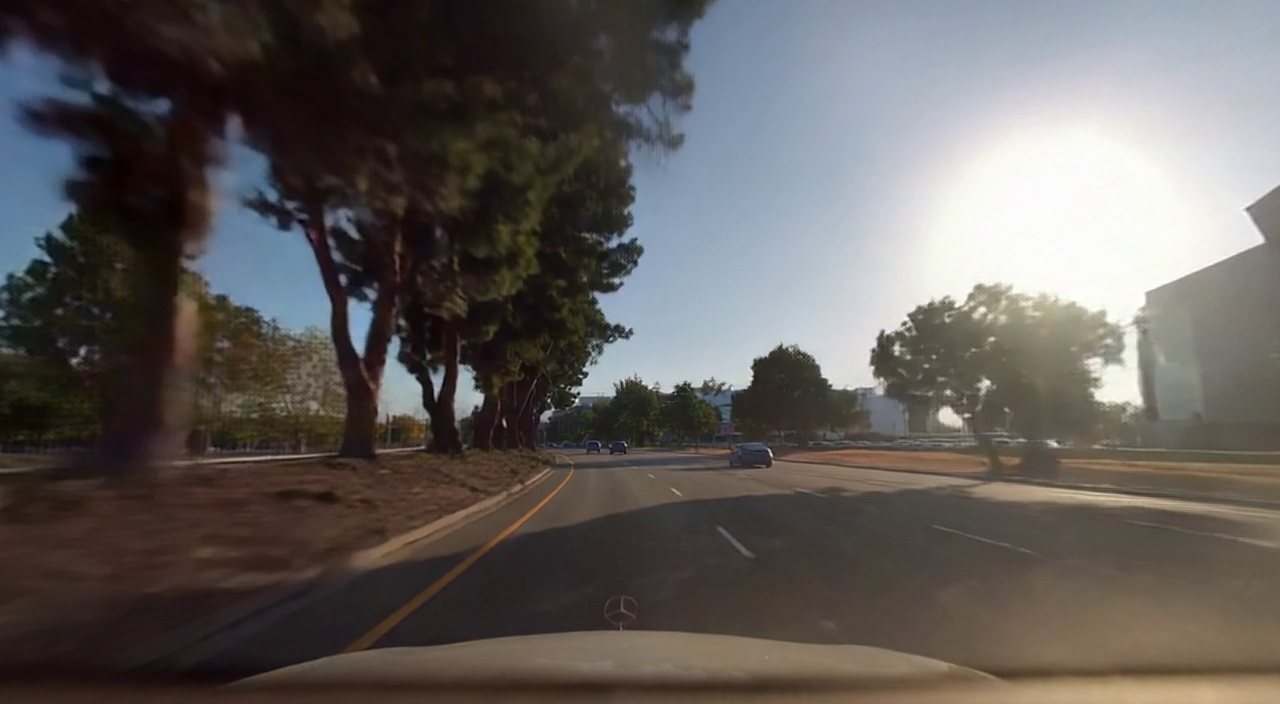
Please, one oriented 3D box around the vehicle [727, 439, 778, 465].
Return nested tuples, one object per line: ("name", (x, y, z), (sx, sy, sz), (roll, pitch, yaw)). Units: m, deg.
("vehicle", (7.066, 6.318, 39.896), (1.908, 1.483, 4.474), (1, -9, -7))
